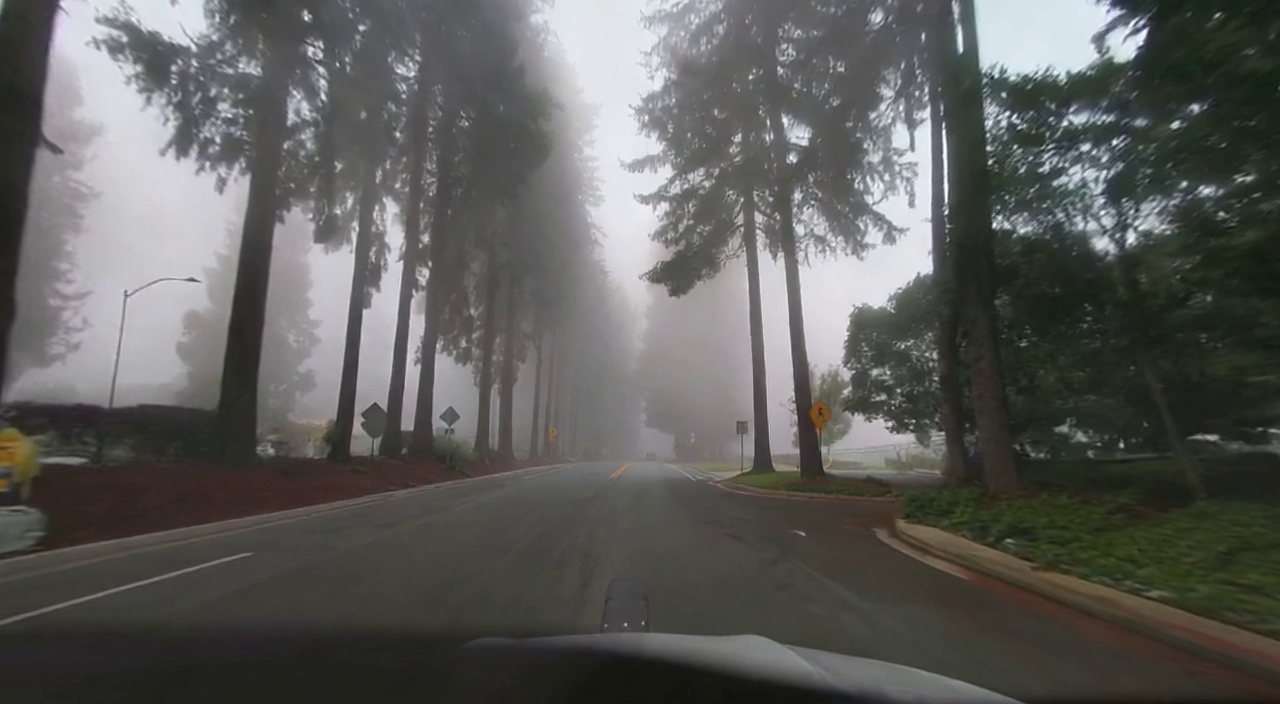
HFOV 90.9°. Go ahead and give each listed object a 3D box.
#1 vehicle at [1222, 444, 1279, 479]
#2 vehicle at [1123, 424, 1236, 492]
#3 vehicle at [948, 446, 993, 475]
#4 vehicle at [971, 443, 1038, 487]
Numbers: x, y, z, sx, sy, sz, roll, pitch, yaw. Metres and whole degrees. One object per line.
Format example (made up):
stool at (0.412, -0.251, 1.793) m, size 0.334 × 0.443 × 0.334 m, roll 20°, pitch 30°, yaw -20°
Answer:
vehicle at (31.584, 5.495, 31.933) m, size 1.913 × 1.622 × 4.482 m, roll -5°, pitch -10°, yaw 29°
vehicle at (19.547, 3.806, 23.099) m, size 2.187 × 2.012 × 4.806 m, roll -9°, pitch -8°, yaw 31°
vehicle at (20.256, 6.577, 38.530) m, size 1.958 × 1.644 × 4.527 m, roll -5°, pitch -10°, yaw 32°
vehicle at (14.931, 4.527, 25.686) m, size 2.063 × 1.588 × 4.759 m, roll -5°, pitch -10°, yaw 32°
